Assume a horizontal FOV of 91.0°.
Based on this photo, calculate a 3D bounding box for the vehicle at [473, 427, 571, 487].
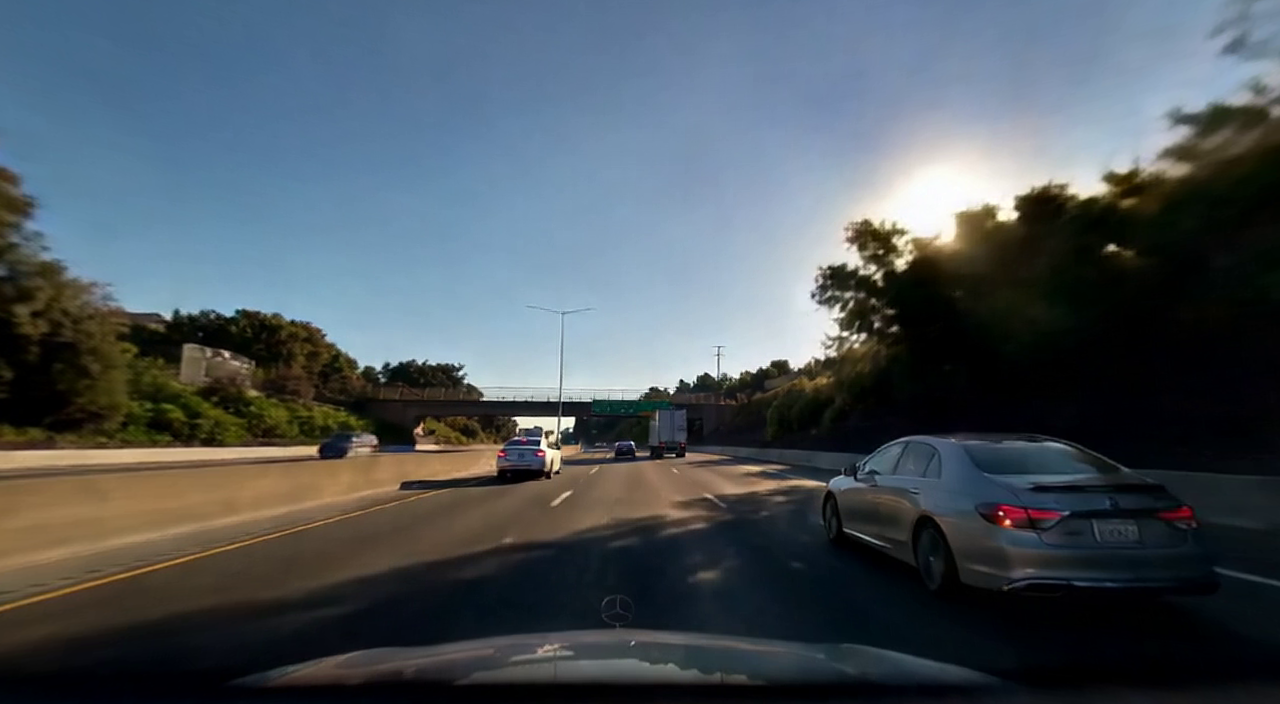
[{"bbox_3d":[-3.777,3.474,21.176,2.377,1.747,4.703,0,-8,0],"label":"vehicle"}]

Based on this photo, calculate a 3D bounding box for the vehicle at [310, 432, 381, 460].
[{"bbox_3d":[-16.834,5.418,36.302,1.908,1.502,4.682,0,-8,-1],"label":"vehicle"}]

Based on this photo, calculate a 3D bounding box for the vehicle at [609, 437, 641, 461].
[{"bbox_3d":[-1.014,6.748,43.841,2.125,1.542,3.816,0,-8,-1],"label":"vehicle"}]
